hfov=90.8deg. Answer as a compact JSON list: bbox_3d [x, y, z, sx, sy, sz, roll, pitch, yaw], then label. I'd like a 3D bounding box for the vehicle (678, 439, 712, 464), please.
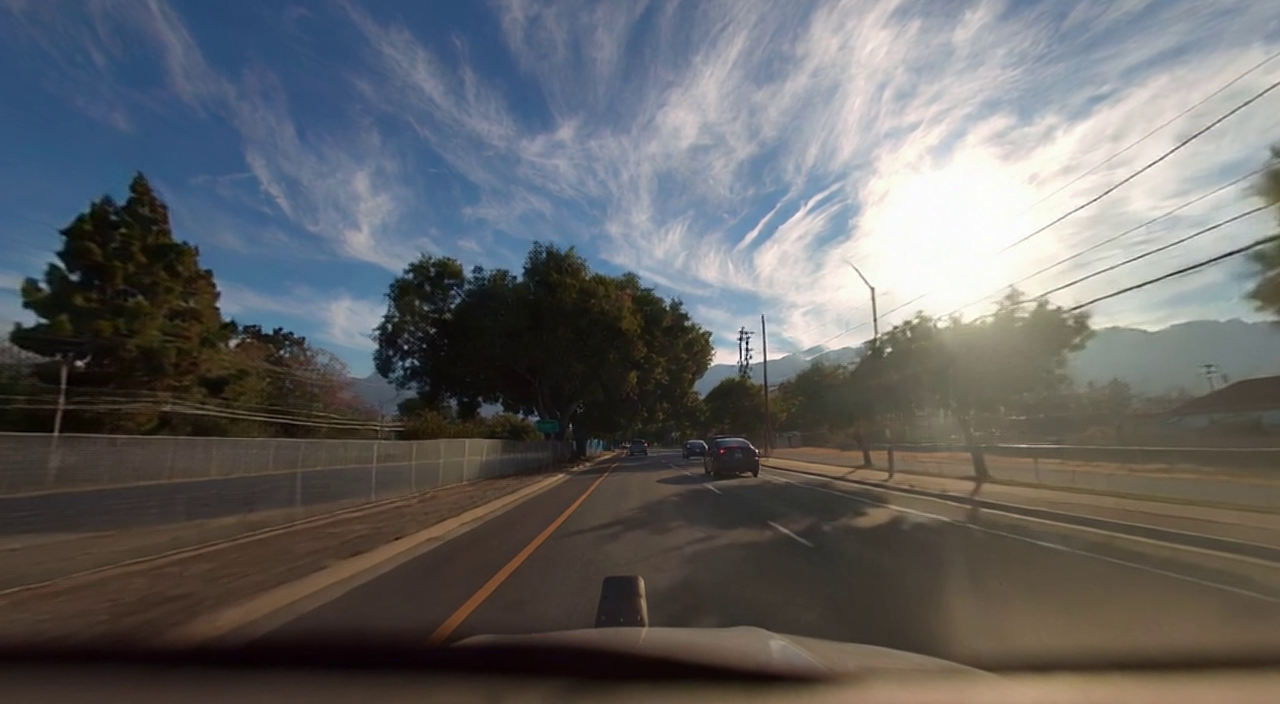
[{"bbox_3d":[3.801,6.955,44.313,2.012,1.653,4.115,0,-8,-1],"label":"vehicle"}]

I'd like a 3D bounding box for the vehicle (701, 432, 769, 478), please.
[{"bbox_3d":[4.019,4.449,27.579,2.112,1.825,4.574,0,-8,-2],"label":"vehicle"}]
